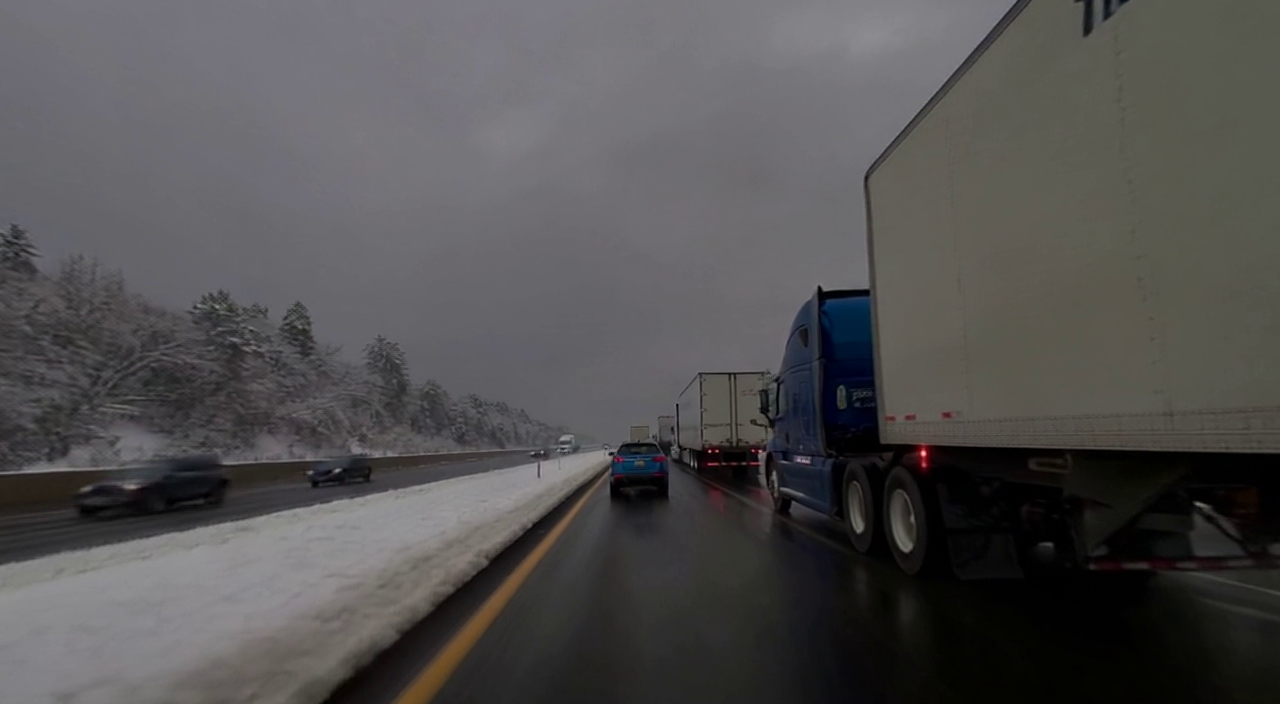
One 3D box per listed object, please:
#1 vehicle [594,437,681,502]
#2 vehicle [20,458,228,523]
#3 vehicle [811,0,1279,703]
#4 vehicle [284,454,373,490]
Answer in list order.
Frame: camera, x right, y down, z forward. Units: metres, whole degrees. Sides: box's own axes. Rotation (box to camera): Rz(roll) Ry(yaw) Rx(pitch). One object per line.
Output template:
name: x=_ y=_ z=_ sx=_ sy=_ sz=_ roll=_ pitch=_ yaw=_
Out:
vehicle: x=-0.084 y=3.056 z=16.831 sx=2.045 sy=1.507 sz=3.763 roll=-1 pitch=-8 yaw=-1
vehicle: x=-14.531 y=3.879 z=18.197 sx=2.046 sy=1.490 sz=4.634 roll=-1 pitch=-8 yaw=1
vehicle: x=4.339 y=-0.634 z=1.620 sx=3.410 sy=4.438 sz=14.410 roll=0 pitch=-8 yaw=-1
vehicle: x=-15.044 y=5.801 z=30.676 sx=2.081 sy=1.476 sz=4.233 roll=-1 pitch=-8 yaw=1
